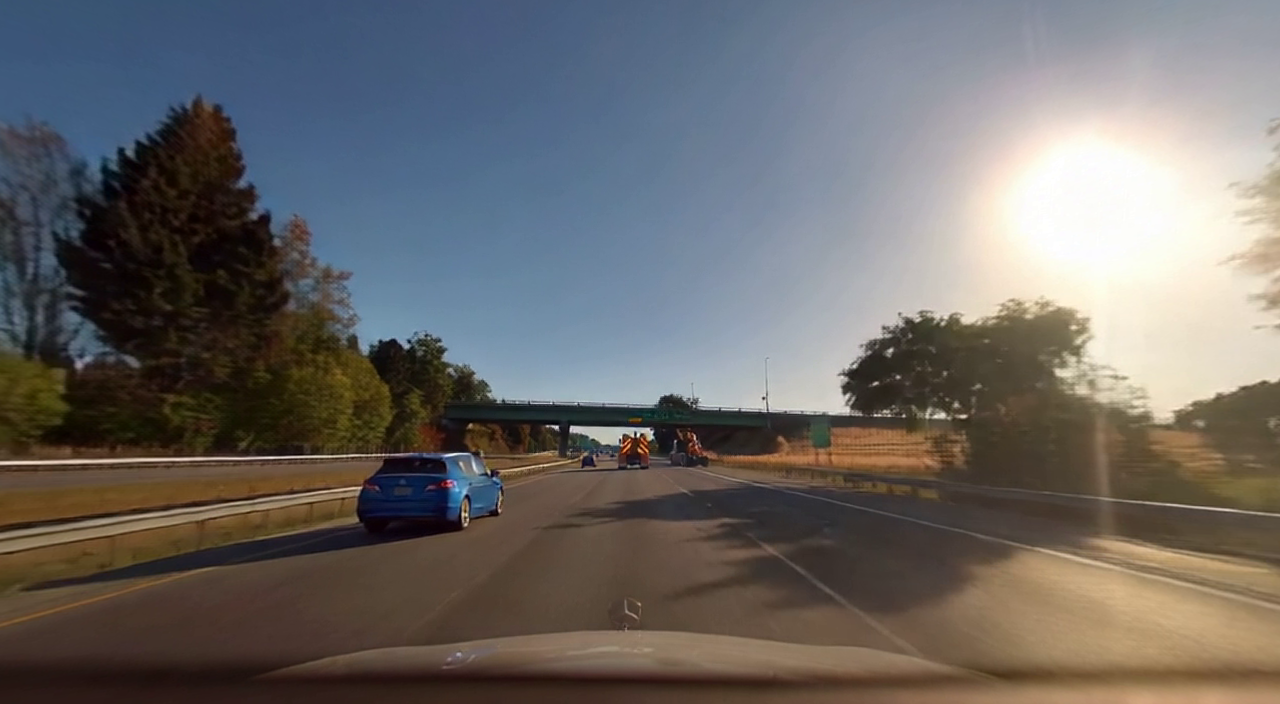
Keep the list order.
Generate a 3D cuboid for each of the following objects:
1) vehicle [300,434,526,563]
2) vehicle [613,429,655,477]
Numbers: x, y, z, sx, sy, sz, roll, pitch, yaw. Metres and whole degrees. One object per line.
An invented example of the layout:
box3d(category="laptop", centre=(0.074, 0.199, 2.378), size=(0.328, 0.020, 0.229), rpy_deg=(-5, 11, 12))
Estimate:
box3d(category="vehicle", centre=(-3.317, 2.220, 10.315), size=(2.088, 1.643, 4.215), rpy_deg=(0, -9, 0))
box3d(category="vehicle", centre=(-0.508, 6.997, 43.779), size=(2.672, 3.056, 6.900), rpy_deg=(0, -9, -2))
